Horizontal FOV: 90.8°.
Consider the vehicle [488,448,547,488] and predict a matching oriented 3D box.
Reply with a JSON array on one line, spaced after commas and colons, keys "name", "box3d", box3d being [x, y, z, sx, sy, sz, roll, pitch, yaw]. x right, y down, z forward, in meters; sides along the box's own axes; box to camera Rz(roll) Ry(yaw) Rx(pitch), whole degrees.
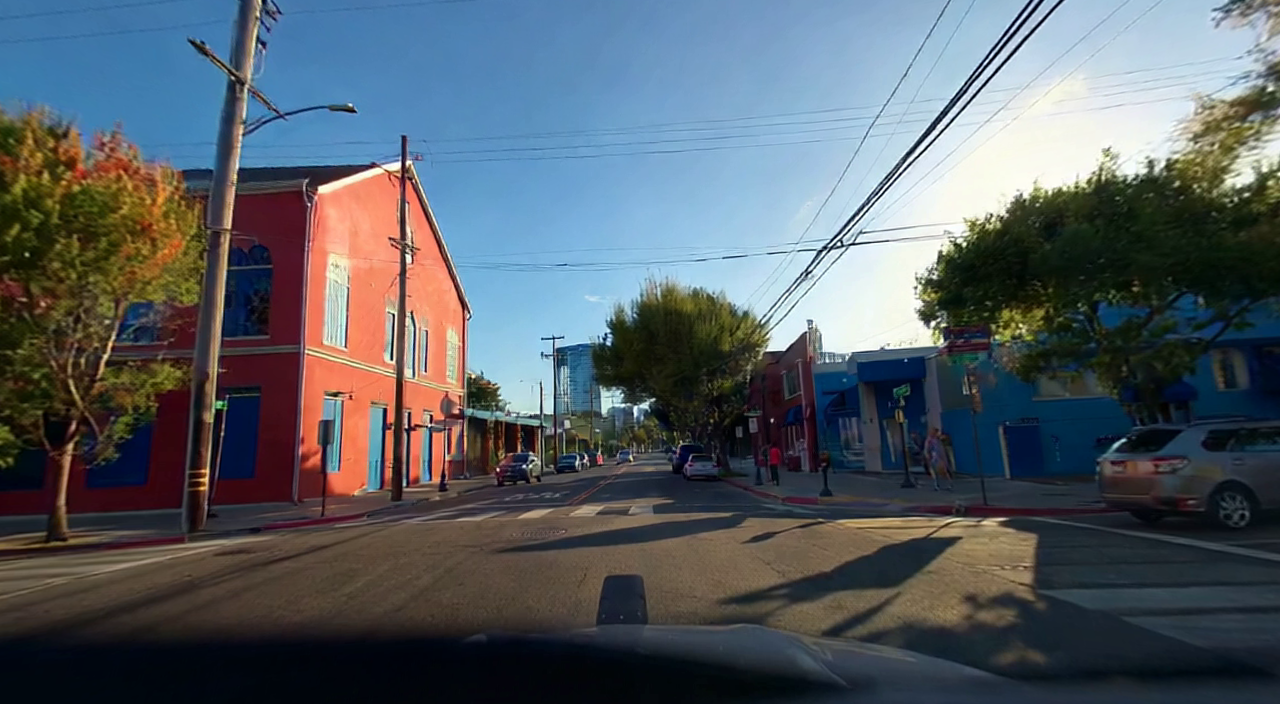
[{"name": "vehicle", "box3d": [-6.437, 6.086, 33.590, 2.140, 1.746, 4.385, -4, -8, 1]}]

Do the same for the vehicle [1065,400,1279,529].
[{"name": "vehicle", "box3d": [10.097, 1.750, 10.043, 5.100, 1.806, 2.124, 0, -9, 0]}]

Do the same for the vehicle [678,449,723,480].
[{"name": "vehicle", "box3d": [3.051, 5.783, 32.732, 1.966, 1.471, 4.552, 0, -9, 0]}]
